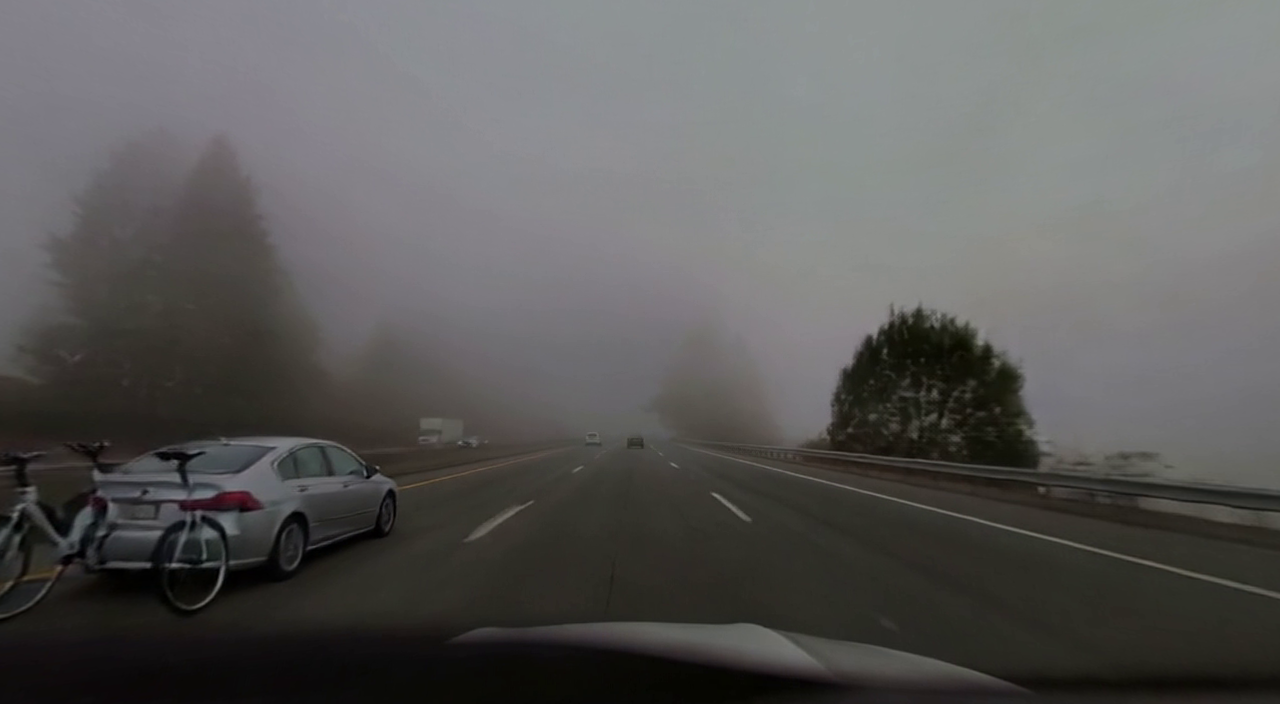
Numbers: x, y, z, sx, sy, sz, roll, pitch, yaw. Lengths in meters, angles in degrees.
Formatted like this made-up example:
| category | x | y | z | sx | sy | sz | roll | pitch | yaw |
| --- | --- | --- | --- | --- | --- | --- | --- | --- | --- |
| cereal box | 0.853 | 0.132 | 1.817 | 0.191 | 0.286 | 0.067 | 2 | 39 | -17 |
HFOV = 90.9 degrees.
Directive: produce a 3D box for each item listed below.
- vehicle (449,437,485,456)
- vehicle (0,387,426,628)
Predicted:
| category | x | y | z | sx | sy | sz | roll | pitch | yaw |
| --- | --- | --- | --- | --- | --- | --- | --- | --- | --- |
| vehicle | -13.042 | 7.118 | 47.658 | 1.705 | 1.387 | 3.617 | 0 | -8 | 0 |
| vehicle | -4.026 | 1.356 | 6.580 | 2.064 | 1.647 | 4.381 | 0 | -8 | 0 |
